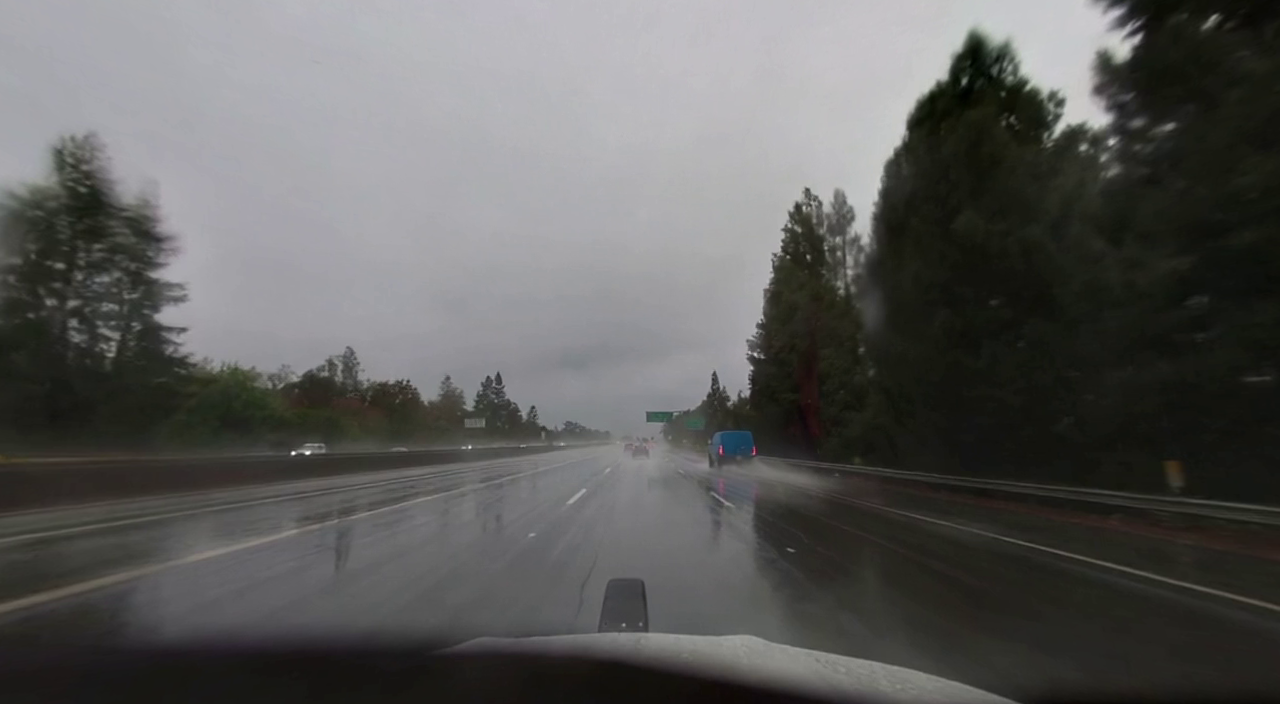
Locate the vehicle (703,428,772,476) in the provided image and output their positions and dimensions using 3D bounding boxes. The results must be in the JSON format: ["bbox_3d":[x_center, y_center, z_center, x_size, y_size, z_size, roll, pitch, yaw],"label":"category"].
[{"bbox_3d":[4.248,4.462,28.300,2.172,1.930,4.879,0,-8,-1],"label":"vehicle"}]
